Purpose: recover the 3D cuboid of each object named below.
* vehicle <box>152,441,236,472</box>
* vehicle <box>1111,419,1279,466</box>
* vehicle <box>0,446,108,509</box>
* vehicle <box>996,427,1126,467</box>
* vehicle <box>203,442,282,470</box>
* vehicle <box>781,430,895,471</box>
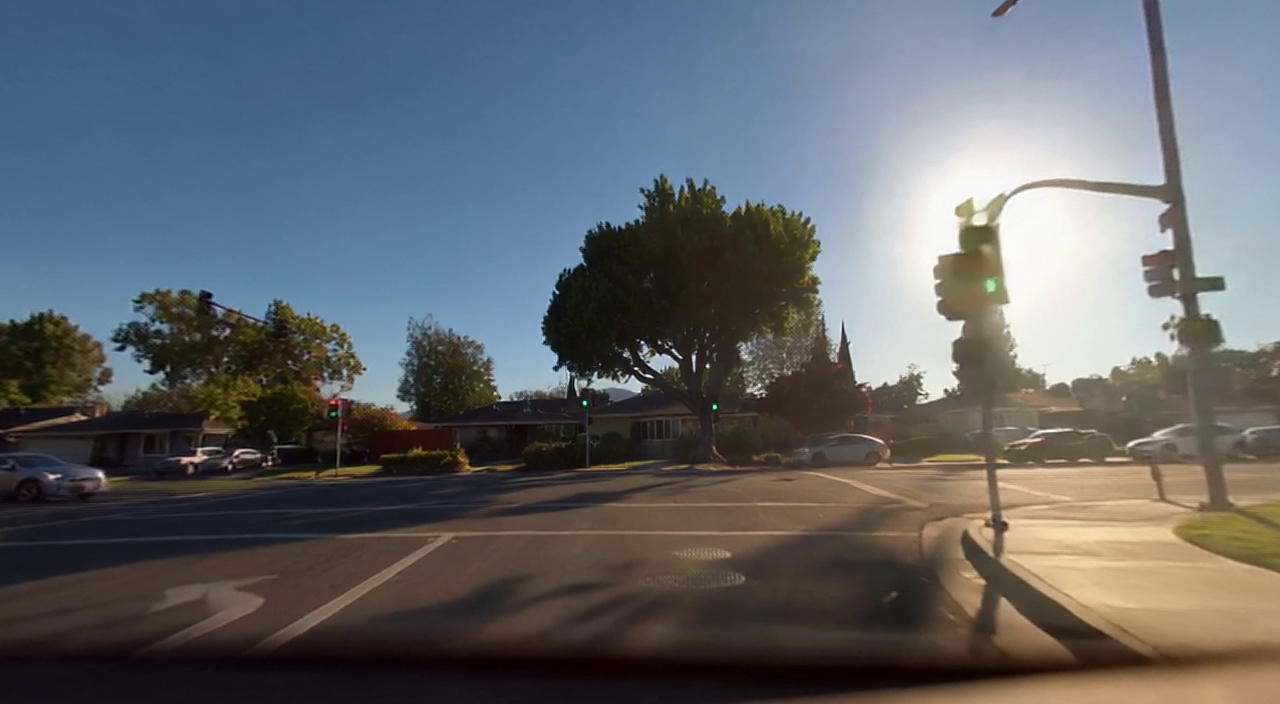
[{"bbox_3d":[-27.220,6.347,38.705,1.967,1.779,4.159,-1,-8,2],"label":"vehicle"},{"bbox_3d":[21.184,3.479,24.237,4.510,1.673,2.030,-1,-8,2],"label":"vehicle"},{"bbox_3d":[-16.944,3.174,16.192,4.989,1.442,1.940,-1,-8,3],"label":"vehicle"},{"bbox_3d":[18.555,4.201,28.023,4.326,1.672,1.903,-1,-8,2],"label":"vehicle"},{"bbox_3d":[-24.292,6.342,38.822,1.817,1.488,4.631,-1,-8,0],"label":"vehicle"},{"bbox_3d":[7.647,3.829,24.681,3.815,1.504,1.790,-1,-8,2],"label":"vehicle"}]
